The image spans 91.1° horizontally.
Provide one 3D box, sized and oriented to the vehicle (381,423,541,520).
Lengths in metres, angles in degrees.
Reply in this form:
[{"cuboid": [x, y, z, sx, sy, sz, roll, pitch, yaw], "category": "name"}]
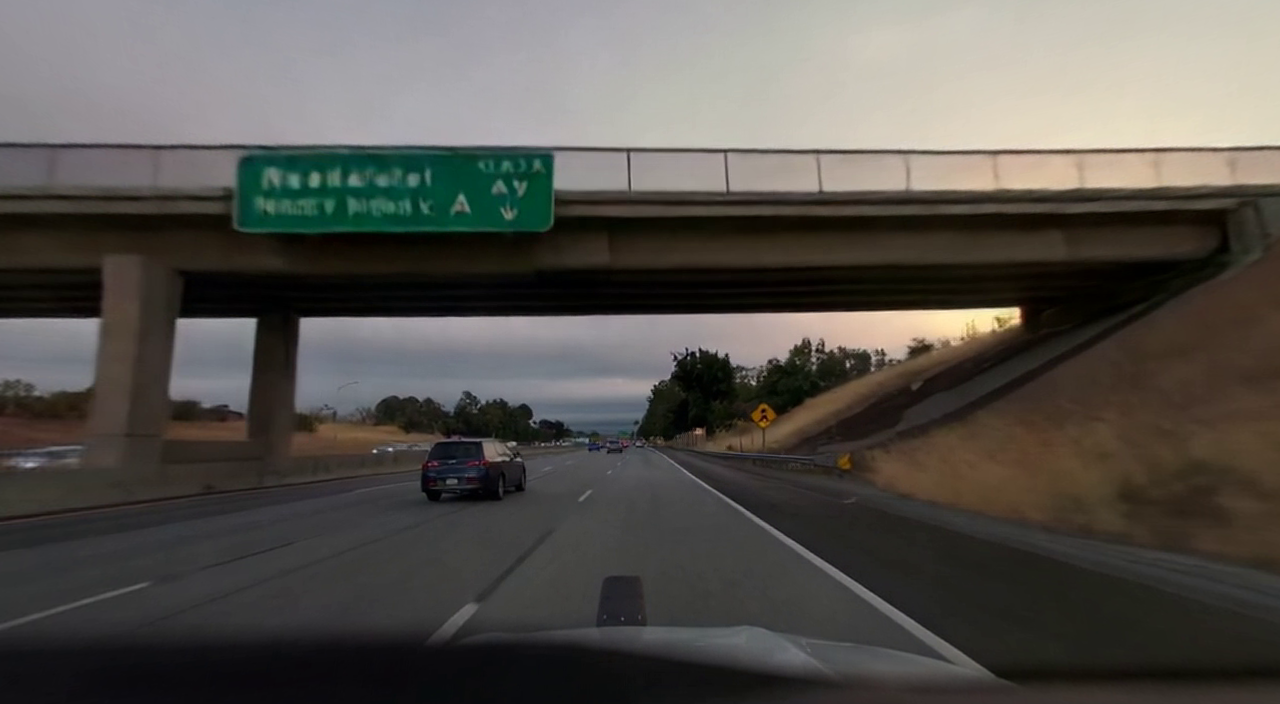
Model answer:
[{"cuboid": [-3.513, 2.440, 13.367, 2.048, 1.705, 4.384, 0, -8, 1], "category": "vehicle"}]
